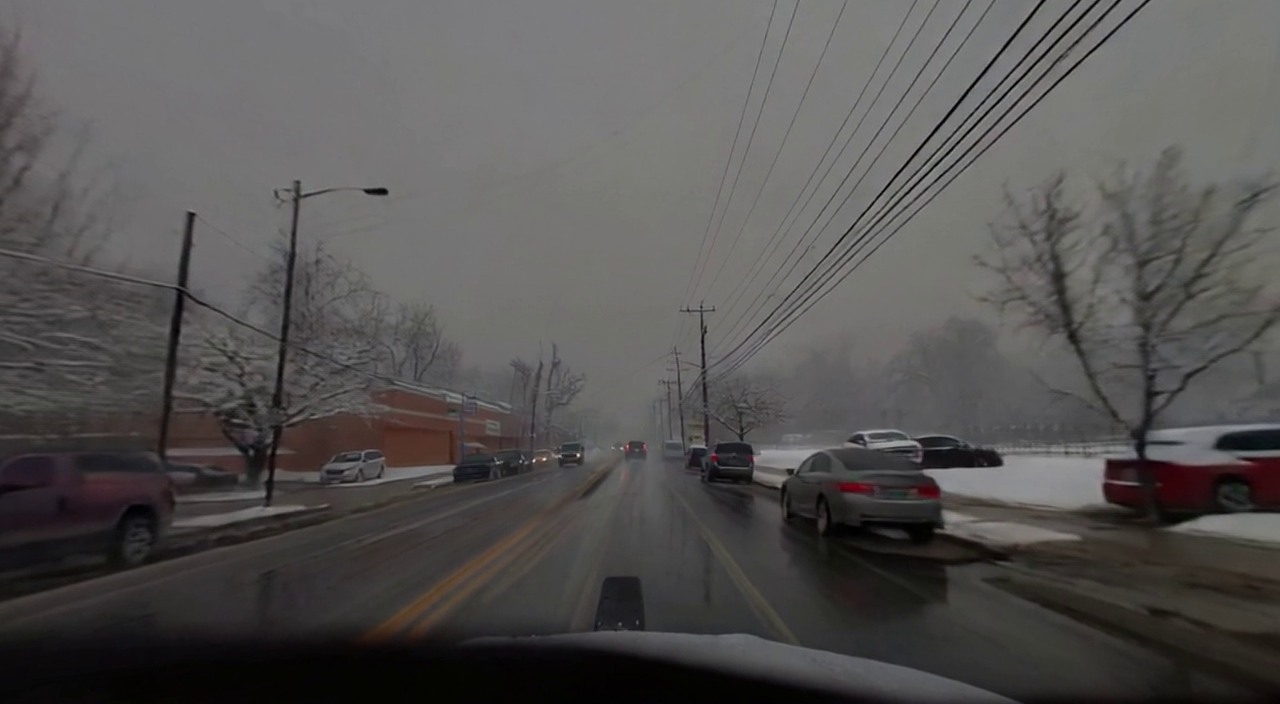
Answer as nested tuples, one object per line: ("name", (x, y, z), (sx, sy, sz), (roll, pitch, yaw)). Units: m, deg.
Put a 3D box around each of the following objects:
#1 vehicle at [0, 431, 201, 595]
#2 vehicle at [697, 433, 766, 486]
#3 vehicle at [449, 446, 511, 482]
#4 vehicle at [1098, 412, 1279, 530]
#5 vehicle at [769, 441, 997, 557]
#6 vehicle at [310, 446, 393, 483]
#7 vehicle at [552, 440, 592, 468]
("vehicle", (-8.263, 1.883, 7.474), (1.986, 1.831, 5.678), (-1, -9, 1))
("vehicle", (3.459, 4.208, 24.804), (2.025, 1.843, 4.883), (-1, -9, 1))
("vehicle", (-8.419, 5.916, 33.801), (2.113, 1.665, 5.062), (0, -7, -2))
("vehicle", (10.290, 1.755, 9.812), (4.744, 1.610, 1.921), (-2, -8, 1))
("vehicle", (3.562, 2.207, 10.335), (1.866, 1.439, 4.482), (0, -8, -1))
("vehicle", (-14.813, 5.800, 32.814), (1.969, 1.741, 5.148), (0, -9, -1))
("vehicle", (-5.098, 7.645, 47.599), (2.152, 1.918, 4.217), (-3, -9, 5))
